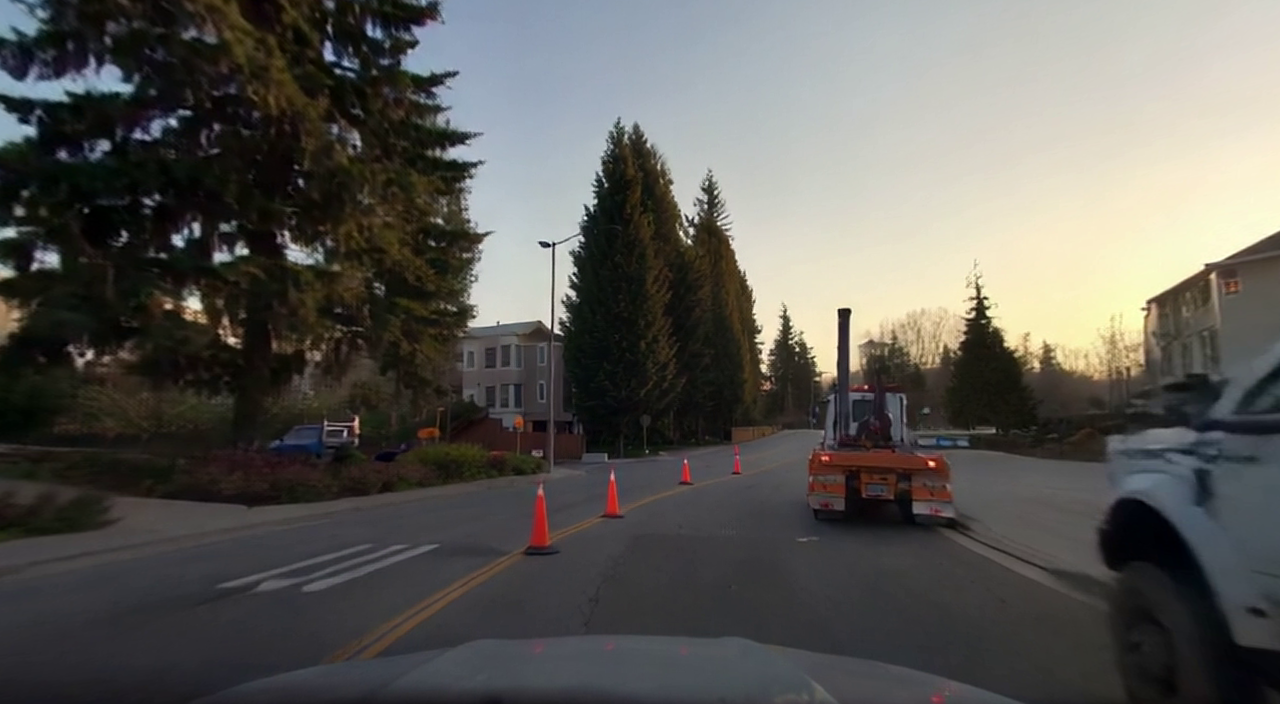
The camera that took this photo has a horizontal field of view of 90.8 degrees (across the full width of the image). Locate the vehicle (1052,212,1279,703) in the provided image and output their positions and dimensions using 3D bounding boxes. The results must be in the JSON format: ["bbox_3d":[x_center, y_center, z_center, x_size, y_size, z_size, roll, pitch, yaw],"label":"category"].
[{"bbox_3d":[3.261,0.587,1.955,1.913,2.241,3.024,0,-7,2],"label":"vehicle"}]

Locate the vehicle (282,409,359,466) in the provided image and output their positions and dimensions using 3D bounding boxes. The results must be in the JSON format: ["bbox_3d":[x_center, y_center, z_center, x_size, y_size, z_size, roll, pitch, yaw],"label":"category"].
[{"bbox_3d":[-14.654,3.918,29.074,2.665,2.465,1.532,4,-7,-13],"label":"vehicle"}]

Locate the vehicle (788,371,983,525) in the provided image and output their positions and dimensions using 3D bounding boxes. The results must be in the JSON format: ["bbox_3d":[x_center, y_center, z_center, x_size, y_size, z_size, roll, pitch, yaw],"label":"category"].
[{"bbox_3d":[5.313,2.044,14.451,3.098,2.601,6.758,-3,-7,18],"label":"vehicle"}]
